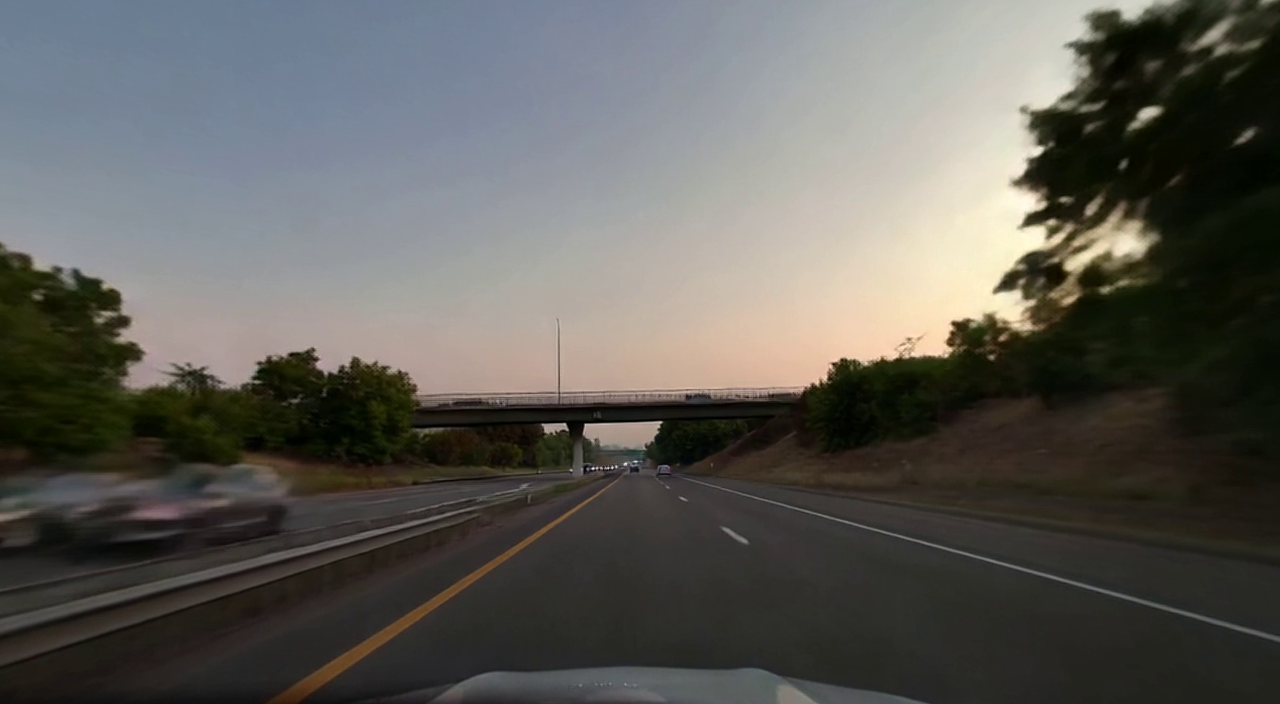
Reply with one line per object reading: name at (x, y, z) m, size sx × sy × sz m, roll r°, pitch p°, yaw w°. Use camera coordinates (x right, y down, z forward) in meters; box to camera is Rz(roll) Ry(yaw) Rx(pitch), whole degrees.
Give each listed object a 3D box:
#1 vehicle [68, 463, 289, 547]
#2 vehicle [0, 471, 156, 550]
vehicle at (-9.523, 3.156, 13.414) m, size 1.827 × 1.492 × 3.722 m, roll 1°, pitch -10°, yaw 0°
vehicle at (-13.499, 3.399, 13.829) m, size 1.921 × 1.467 × 4.670 m, roll 1°, pitch -11°, yaw 0°
